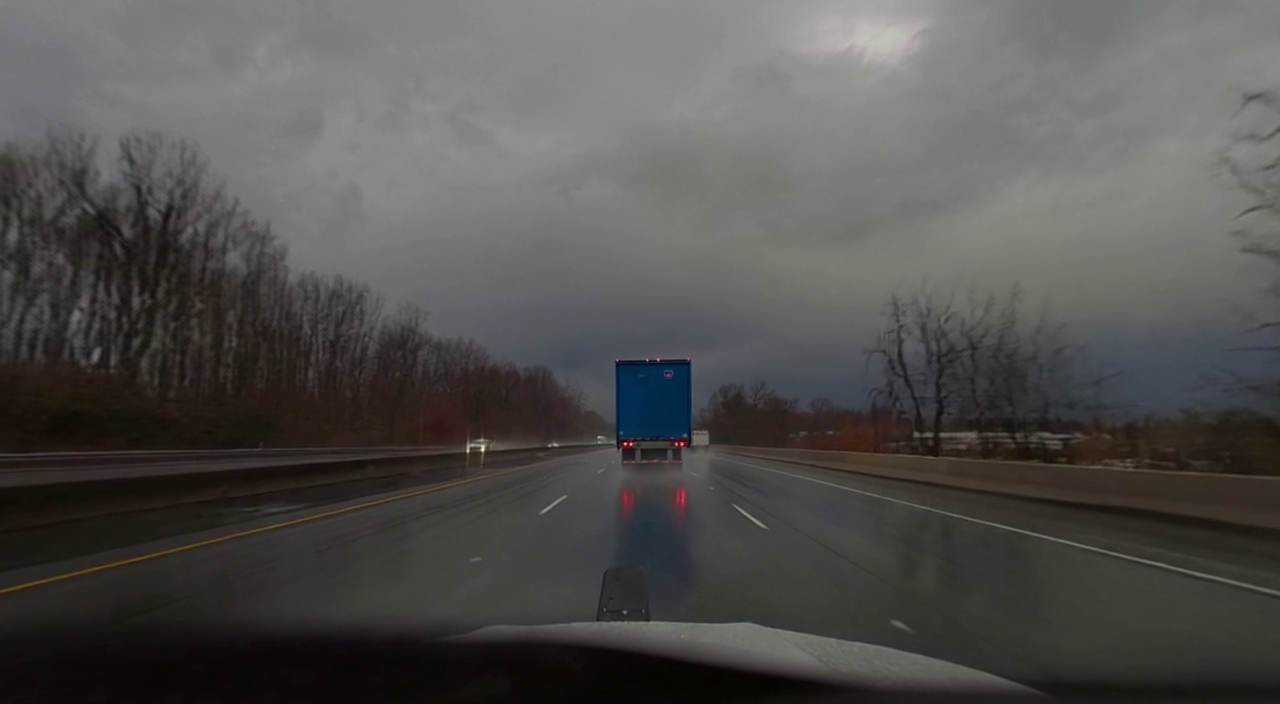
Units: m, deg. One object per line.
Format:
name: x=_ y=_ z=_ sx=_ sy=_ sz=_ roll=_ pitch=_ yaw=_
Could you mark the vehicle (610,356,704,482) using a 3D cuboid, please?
vehicle: x=0.543 y=2.897 z=25.503 sx=3.010 sy=4.039 sz=10.481 roll=0 pitch=-8 yaw=0
